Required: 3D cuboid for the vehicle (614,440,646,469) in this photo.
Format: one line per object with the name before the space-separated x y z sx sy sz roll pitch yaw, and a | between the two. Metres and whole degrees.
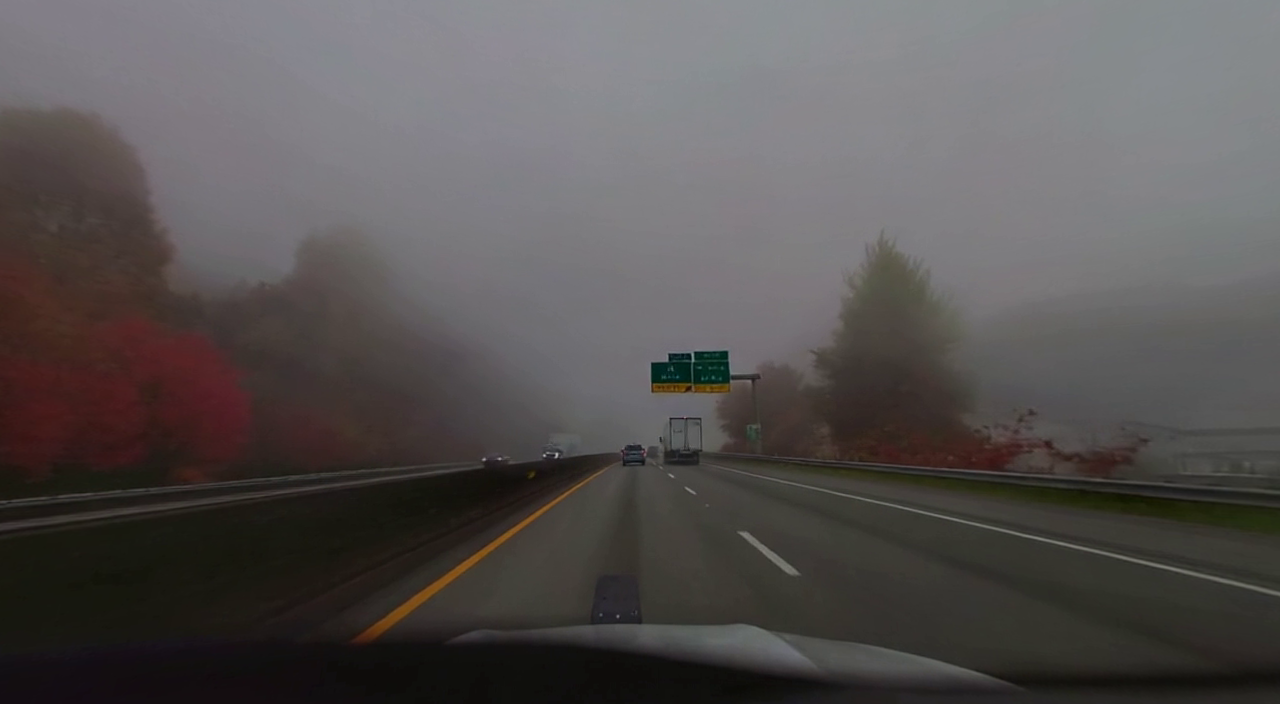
vehicle | -0.682 7.129 43.754 2.156 1.886 4.334 0 -9 0
